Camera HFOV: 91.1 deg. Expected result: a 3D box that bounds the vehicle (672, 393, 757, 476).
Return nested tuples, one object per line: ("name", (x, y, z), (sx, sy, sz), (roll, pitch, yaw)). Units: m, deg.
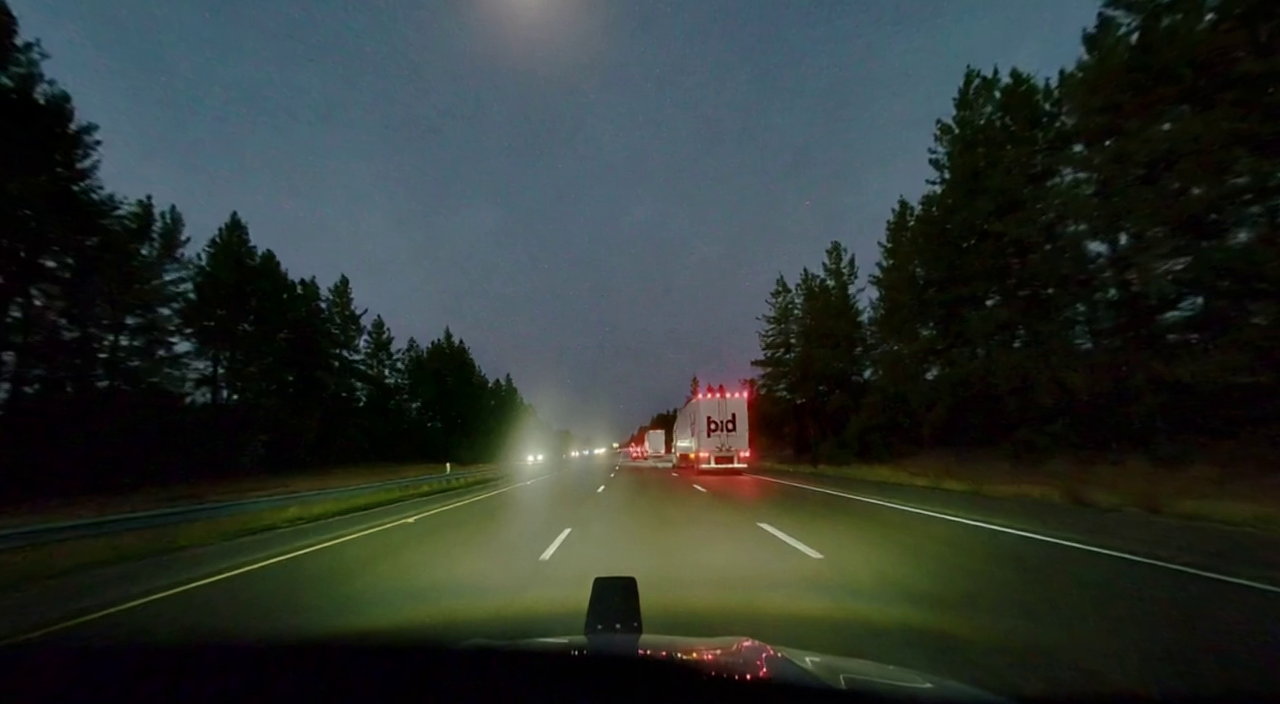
("vehicle", (3.947, 5.076, 37.467), (2.973, 4.007, 14.076), (0, -9, -1))
